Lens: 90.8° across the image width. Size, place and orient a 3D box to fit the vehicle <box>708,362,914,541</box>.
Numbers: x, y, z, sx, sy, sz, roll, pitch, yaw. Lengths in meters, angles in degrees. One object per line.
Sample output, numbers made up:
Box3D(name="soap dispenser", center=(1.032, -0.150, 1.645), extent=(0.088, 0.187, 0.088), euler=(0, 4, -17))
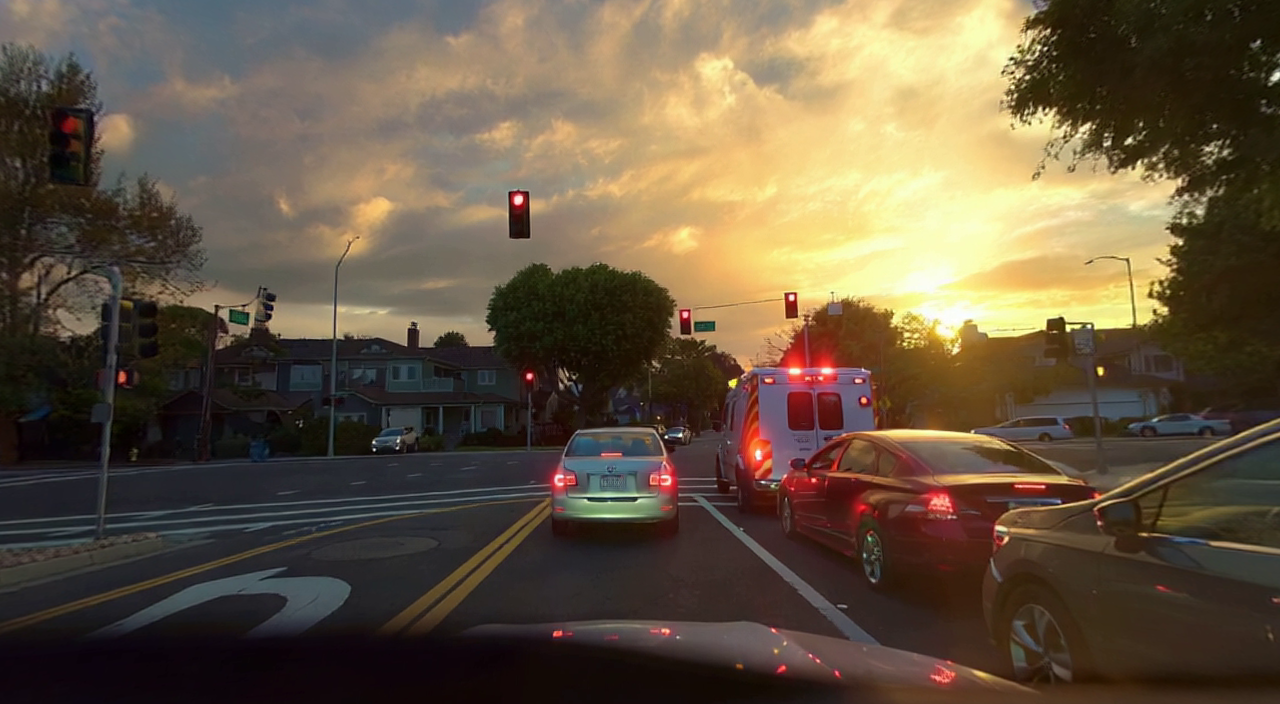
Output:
Box3D(name="vehicle", center=(2.880, 1.896, 12.373), extent=(2.406, 2.687, 5.521), euler=(0, -8, 0))

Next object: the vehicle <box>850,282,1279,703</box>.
Box3D(name="vehicle", center=(2.854, 0.892, 2.878), extent=(2.194, 1.820, 4.652), euler=(0, -8, 0))

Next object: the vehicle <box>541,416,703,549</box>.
Box3D(name="vehicle", center=(-0.269, 1.978, 10.188), extent=(2.114, 1.707, 3.725), euler=(0, -8, -1))

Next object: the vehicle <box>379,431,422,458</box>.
Box3D(name="vehicle", center=(-17.725, 6.878, 46.868), extent=(2.246, 1.880, 4.454), euler=(1, -8, -12))
